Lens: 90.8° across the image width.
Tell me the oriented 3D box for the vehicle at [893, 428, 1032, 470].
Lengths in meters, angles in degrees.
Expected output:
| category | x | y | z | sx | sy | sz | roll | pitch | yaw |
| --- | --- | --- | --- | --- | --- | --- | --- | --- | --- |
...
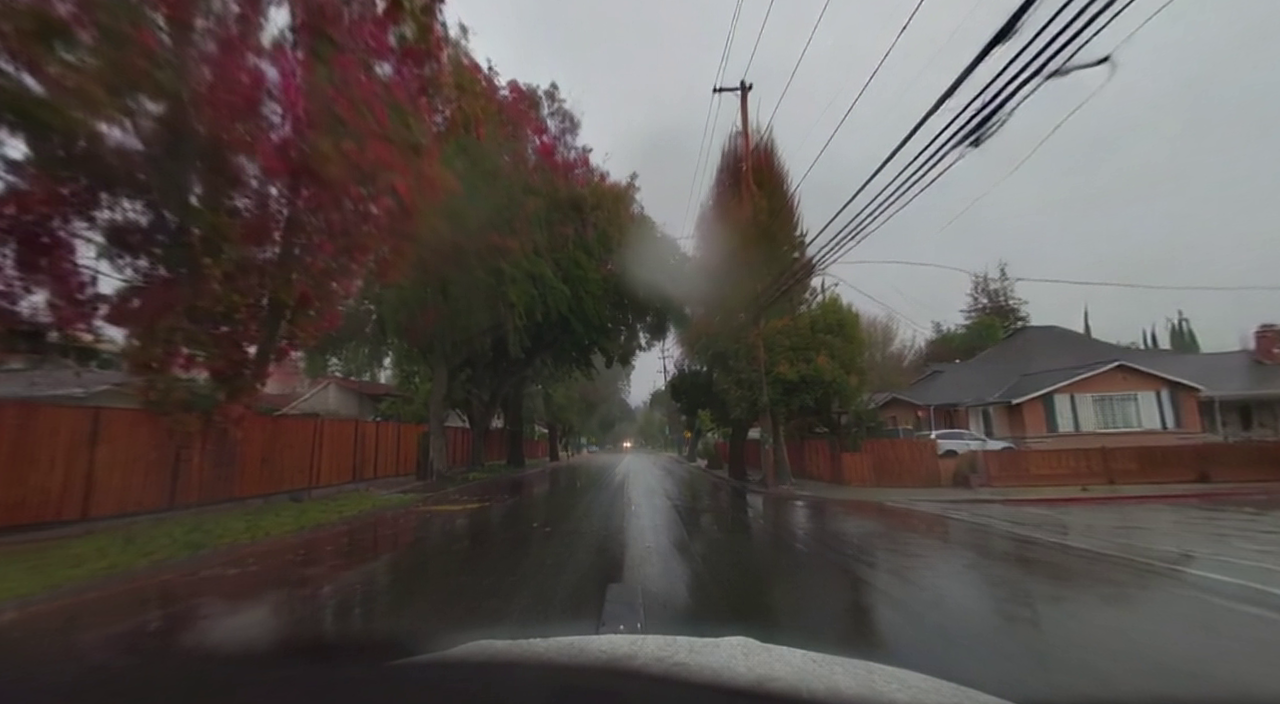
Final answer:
| category | x | y | z | sx | sy | sz | roll | pitch | yaw |
| --- | --- | --- | --- | --- | --- | --- | --- | --- | --- |
| vehicle | 12.344 | 3.744 | 24.516 | 4.286 | 1.525 | 2.219 | -1 | -9 | 10 |
